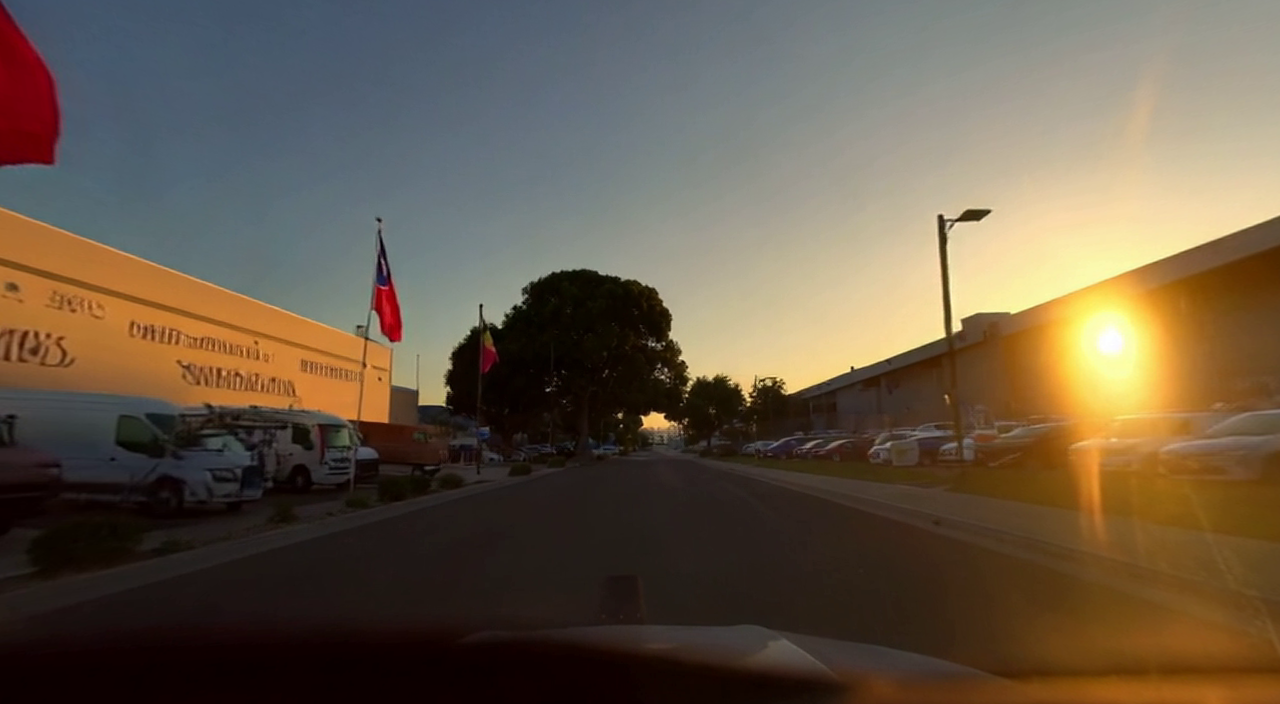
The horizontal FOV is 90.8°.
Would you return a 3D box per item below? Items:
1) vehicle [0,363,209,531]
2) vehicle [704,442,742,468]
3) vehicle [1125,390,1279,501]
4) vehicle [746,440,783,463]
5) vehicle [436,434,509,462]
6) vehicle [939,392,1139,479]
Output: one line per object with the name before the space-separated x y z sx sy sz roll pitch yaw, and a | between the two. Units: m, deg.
vehicle | -11.215 1.695 11.357 5.128 2.664 2.327 -1 -8 1
vehicle | 5.496 6.883 42.436 2.026 1.659 4.314 -1 -8 0
vehicle | 11.955 1.738 11.888 5.427 1.722 2.235 4 -9 -27
vehicle | 9.852 7.818 49.810 2.021 1.753 4.342 -4 -9 22
vehicle | -12.915 7.386 48.537 5.672 1.963 2.189 -6 -10 35
vehicle | 11.824 2.468 18.626 6.017 2.202 2.328 4 -10 -30
